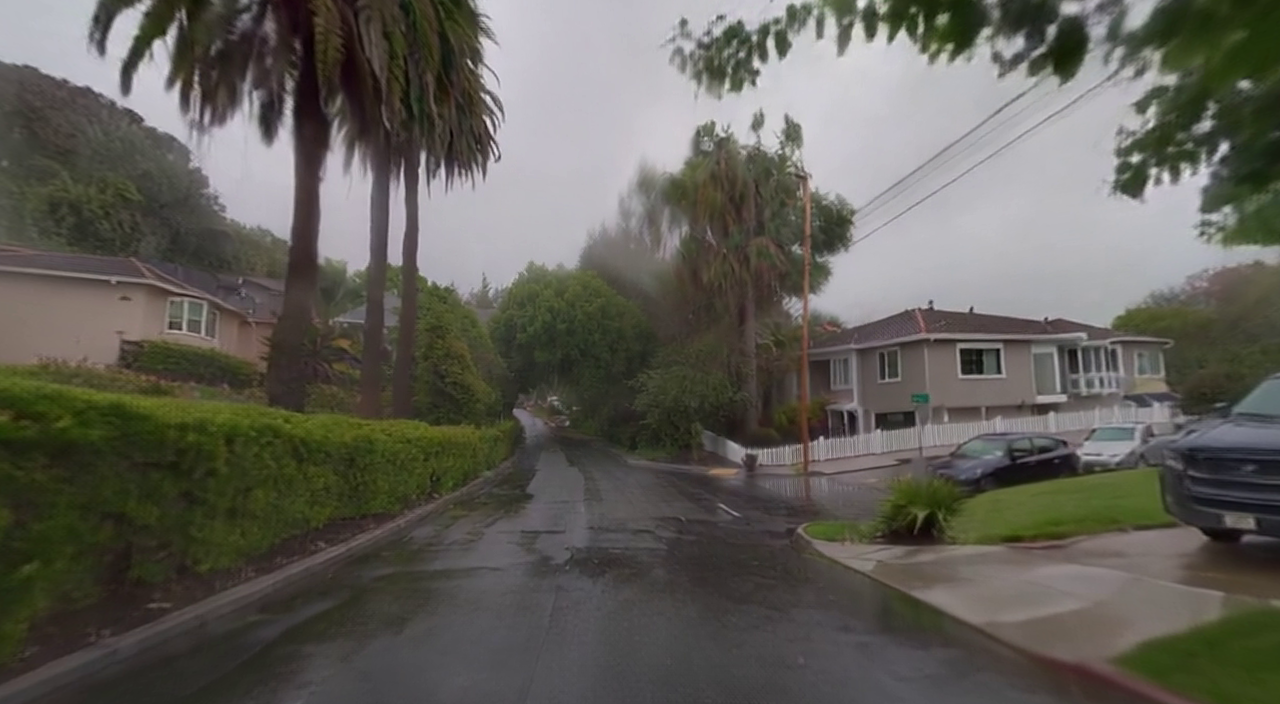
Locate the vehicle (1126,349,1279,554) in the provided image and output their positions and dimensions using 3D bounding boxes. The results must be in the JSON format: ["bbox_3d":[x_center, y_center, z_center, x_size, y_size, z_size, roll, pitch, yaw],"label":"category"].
[{"bbox_3d":[9.839,1.237,7.869,6.615,2.137,2.578,3,-10,-20],"label":"vehicle"}]

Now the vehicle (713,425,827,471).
[{"bbox_3d":[6.754,5.057,32.675,5.663,1.913,2.170,8,-14,-27],"label":"vehicle"}]

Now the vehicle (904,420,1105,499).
[{"bbox_3d":[10.067,2.988,17.546,4.443,1.948,2.230,2,-12,-18],"label":"vehicle"}]
